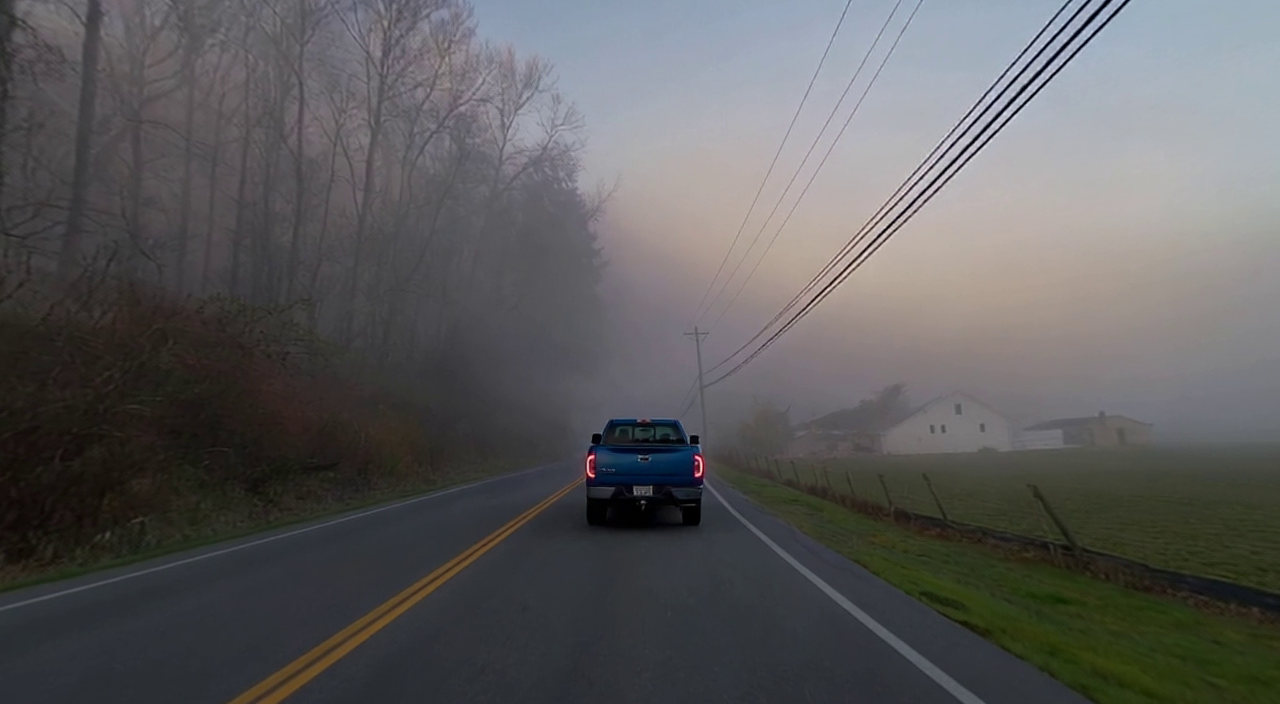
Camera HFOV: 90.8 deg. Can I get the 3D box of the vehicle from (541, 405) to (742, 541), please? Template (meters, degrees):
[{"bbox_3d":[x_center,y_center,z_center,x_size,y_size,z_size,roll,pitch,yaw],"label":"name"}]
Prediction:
[{"bbox_3d":[-0.061,2.110,11.754,2.774,1.861,5.885,0,-8,-2],"label":"vehicle"}]
